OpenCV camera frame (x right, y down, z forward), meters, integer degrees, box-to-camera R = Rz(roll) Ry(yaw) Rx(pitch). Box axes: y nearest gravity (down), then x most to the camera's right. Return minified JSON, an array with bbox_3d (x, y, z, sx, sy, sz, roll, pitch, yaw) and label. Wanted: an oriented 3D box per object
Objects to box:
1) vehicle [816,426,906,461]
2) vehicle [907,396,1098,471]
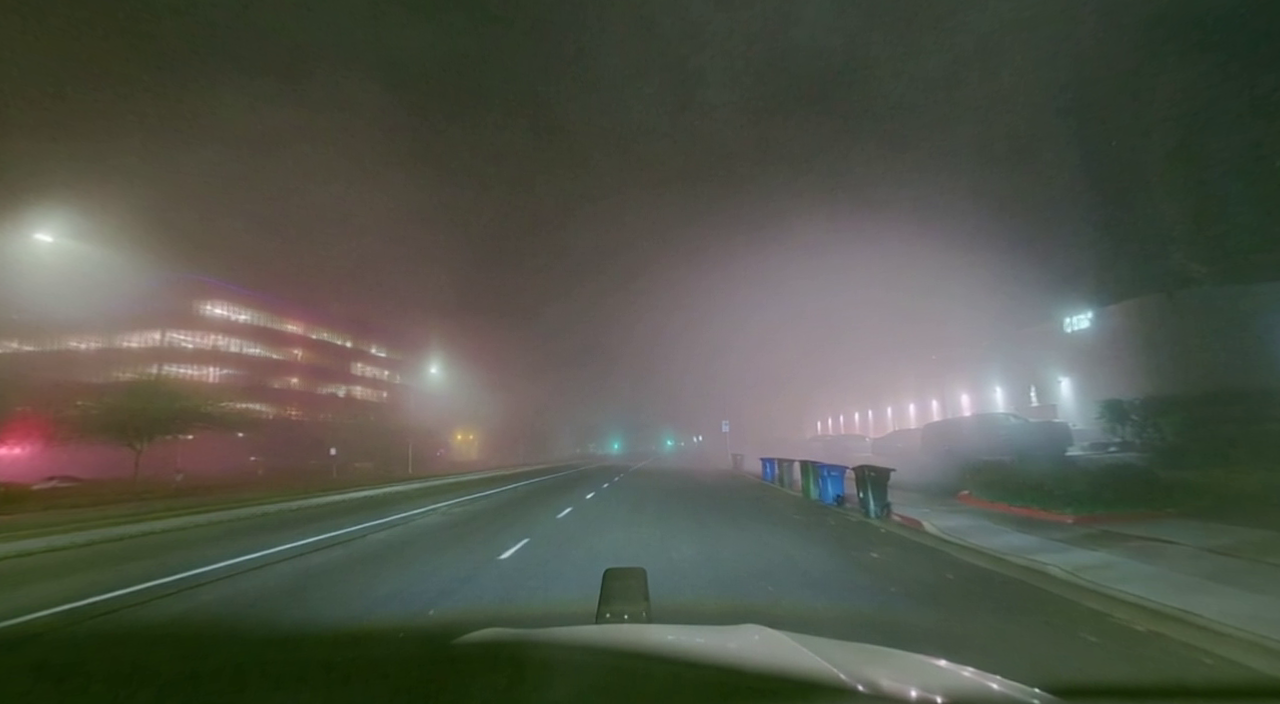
[{"bbox_3d":[13.021,5.407,37.320,4.478,1.578,1.944,-6,-9,2],"label":"vehicle"},{"bbox_3d":[12.537,2.871,22.158,5.136,1.945,2.153,-7,-9,3],"label":"vehicle"}]
